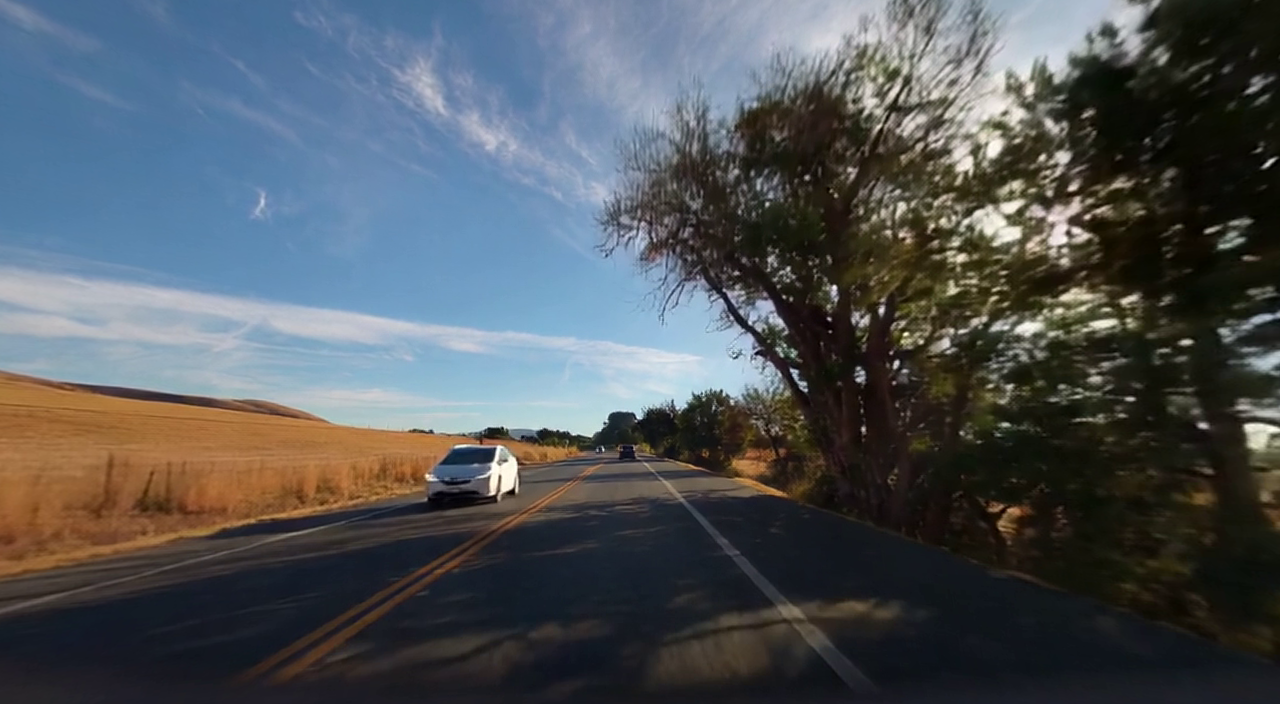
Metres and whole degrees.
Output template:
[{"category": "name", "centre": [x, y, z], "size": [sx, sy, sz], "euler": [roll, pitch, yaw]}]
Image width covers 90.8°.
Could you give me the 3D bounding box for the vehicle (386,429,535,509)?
[{"category": "vehicle", "centre": [-4.564, 3.080, 17.041], "size": [2.695, 1.840, 4.689], "euler": [0, -9, -1]}]
